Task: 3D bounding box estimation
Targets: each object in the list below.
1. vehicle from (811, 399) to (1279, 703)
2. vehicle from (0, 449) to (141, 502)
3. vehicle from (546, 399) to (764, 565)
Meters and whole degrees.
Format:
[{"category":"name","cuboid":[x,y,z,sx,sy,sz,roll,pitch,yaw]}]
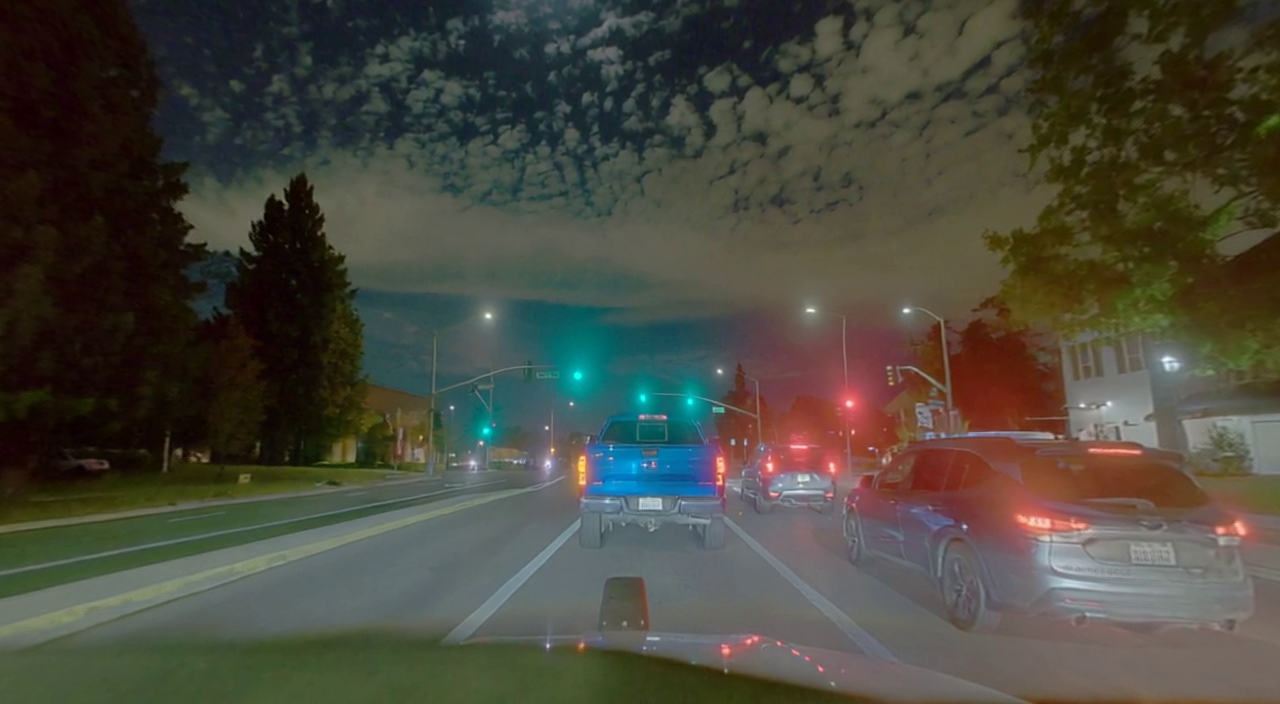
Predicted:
[{"category":"vehicle","cuboid":[3.323,1.441,5.544,2.155,1.667,5.162,0,-9,0]},{"category":"vehicle","cuboid":[-21.747,4.577,23.858,2.062,1.764,4.508,0,-8,-2]},{"category":"vehicle","cuboid":[0.194,1.986,10.451,2.636,2.011,5.425,0,-8,0]}]
